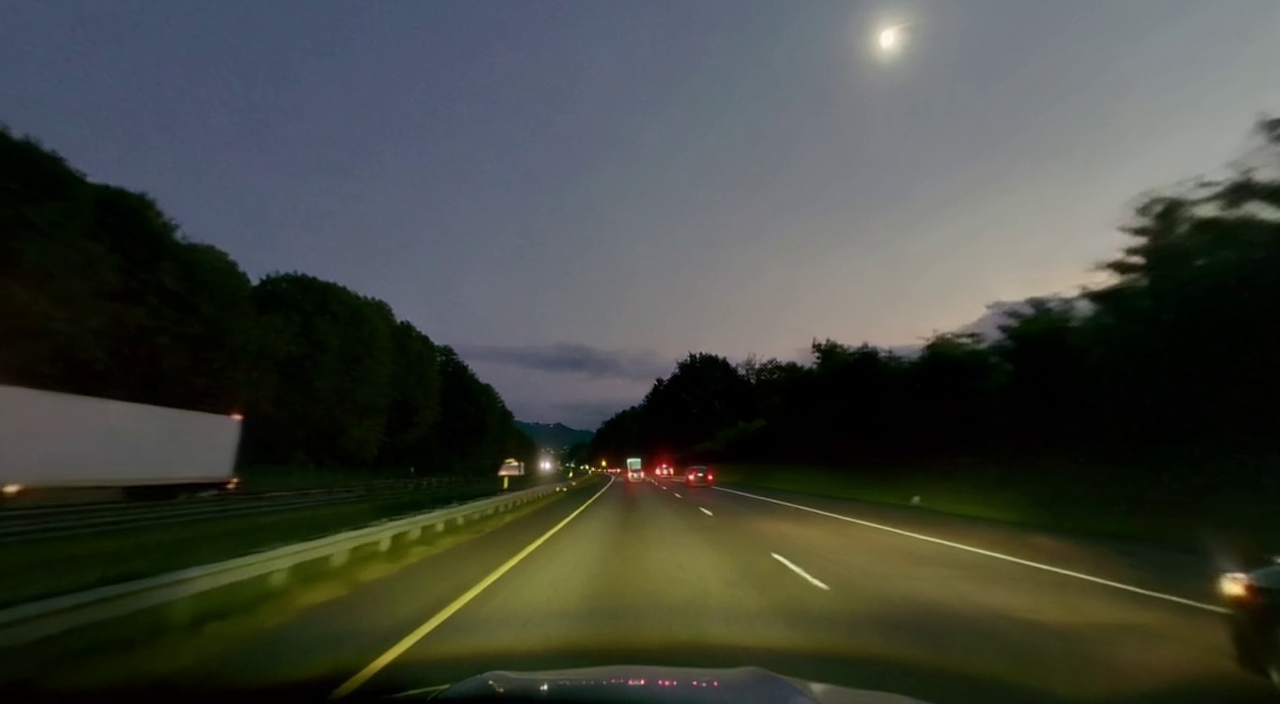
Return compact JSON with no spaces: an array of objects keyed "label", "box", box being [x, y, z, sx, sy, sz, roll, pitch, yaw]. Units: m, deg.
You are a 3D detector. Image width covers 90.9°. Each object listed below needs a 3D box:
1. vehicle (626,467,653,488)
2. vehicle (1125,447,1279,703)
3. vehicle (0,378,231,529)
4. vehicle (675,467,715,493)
[{"label":"vehicle","box":[-0.056,9.500,47.932,1.980,1.483,3.865,1,-11,-1]},{"label":"vehicle","box":[3.987,0.872,1.277,2.018,1.426,4.941,1,-11,-1]},{"label":"vehicle","box":[-19.589,3.562,21.492,3.219,4.058,14.151,2,-11,-6]},{"label":"vehicle","box":[3.311,7.812,38.701,1.976,1.467,3.783,1,-11,-3]}]
